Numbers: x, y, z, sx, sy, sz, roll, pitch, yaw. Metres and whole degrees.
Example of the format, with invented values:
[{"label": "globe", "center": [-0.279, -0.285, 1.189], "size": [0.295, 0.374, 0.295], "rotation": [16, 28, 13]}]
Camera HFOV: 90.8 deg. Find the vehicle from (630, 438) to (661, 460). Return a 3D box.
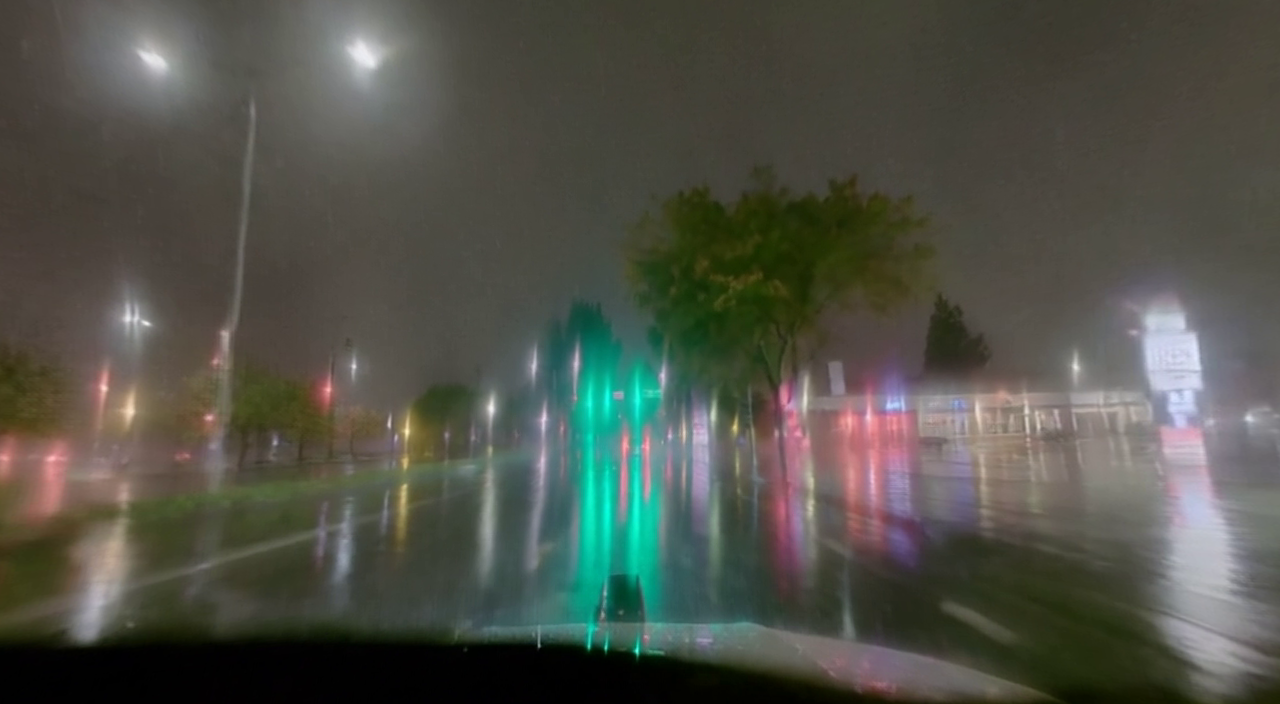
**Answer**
[{"label": "vehicle", "center": [0.343, 6.799, 44.510], "size": [2.115, 1.461, 3.976], "rotation": [0, -8, -1]}]
